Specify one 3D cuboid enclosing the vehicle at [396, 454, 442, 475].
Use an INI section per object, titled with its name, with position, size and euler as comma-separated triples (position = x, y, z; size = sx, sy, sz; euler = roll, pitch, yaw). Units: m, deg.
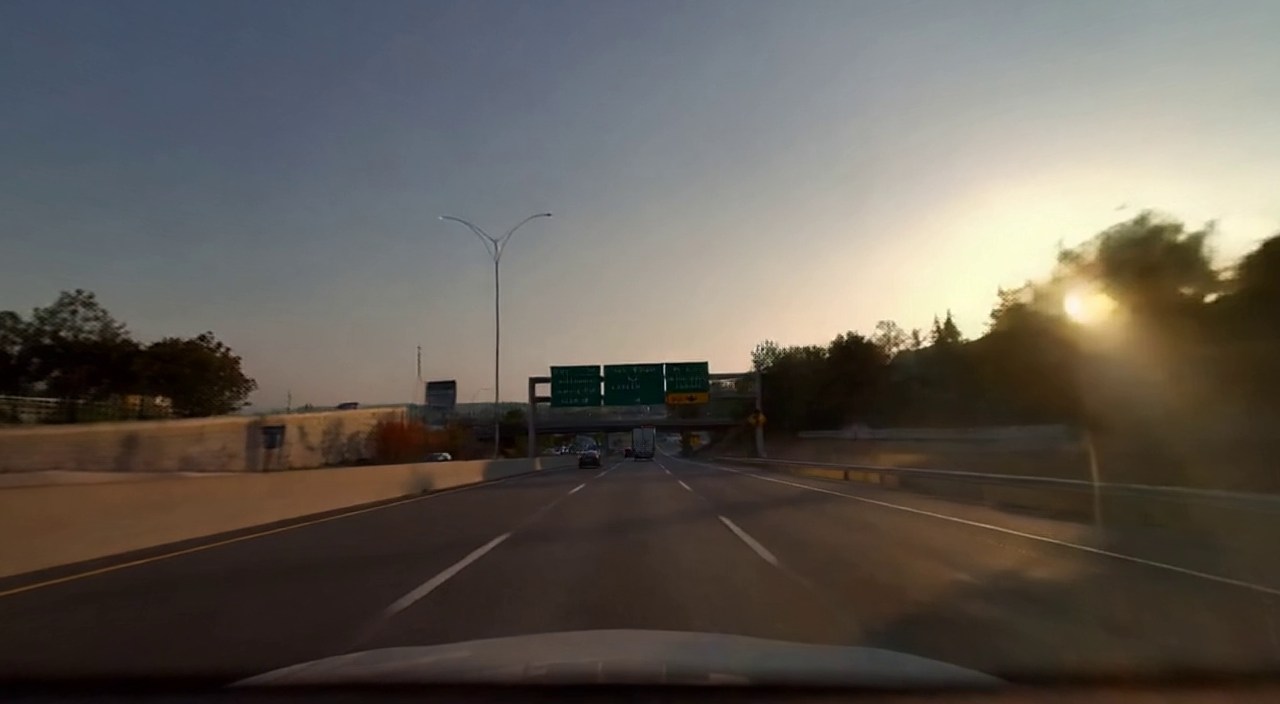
[vehicle]
position = -16.948, 8.628, 48.549
size = 1.838, 1.473, 4.371
euler = 0, -9, 1
